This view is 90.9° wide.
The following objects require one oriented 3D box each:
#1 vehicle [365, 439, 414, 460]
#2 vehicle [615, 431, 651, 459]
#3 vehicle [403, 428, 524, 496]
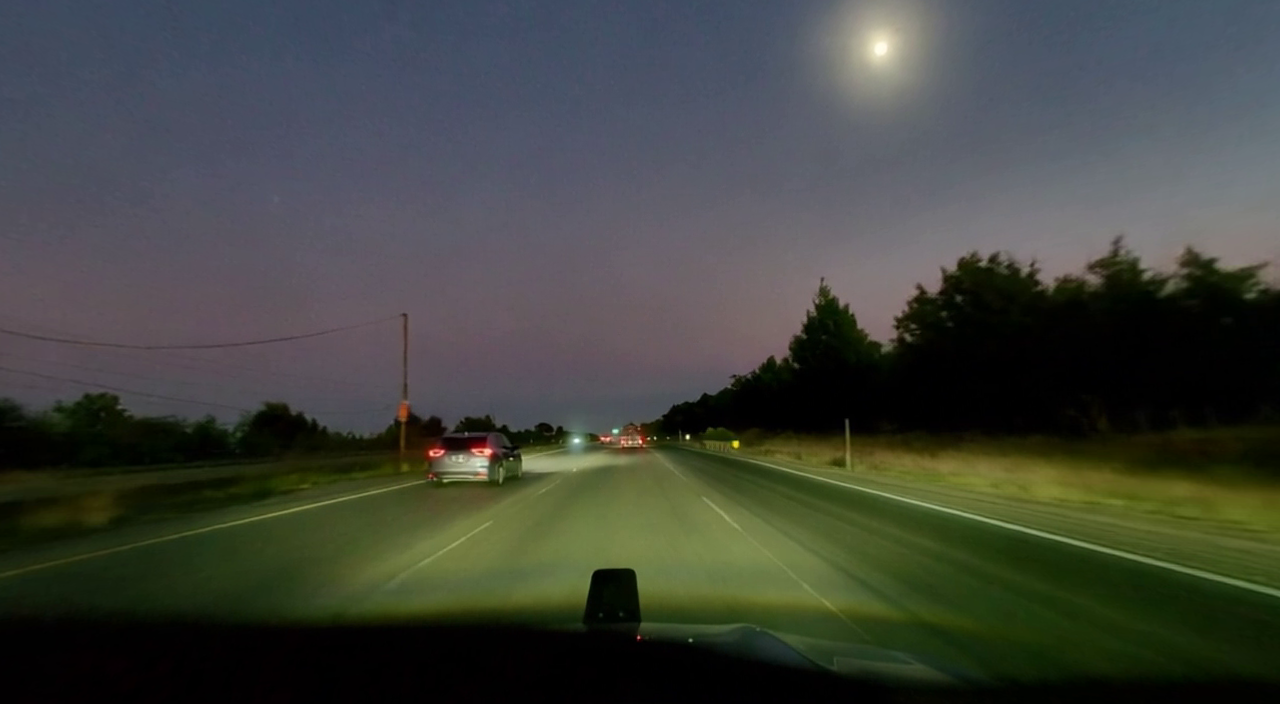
[{"bbox_3d":[-19.537,7.592,49.342,1.975,1.534,4.443,0,-8,1],"label":"vehicle"},{"bbox_3d":[-0.449,5.792,39.435,2.162,1.616,4.242,0,-8,-1],"label":"vehicle"},{"bbox_3d":[-4.317,2.735,16.139,1.931,1.483,4.105,0,-8,0],"label":"vehicle"}]
